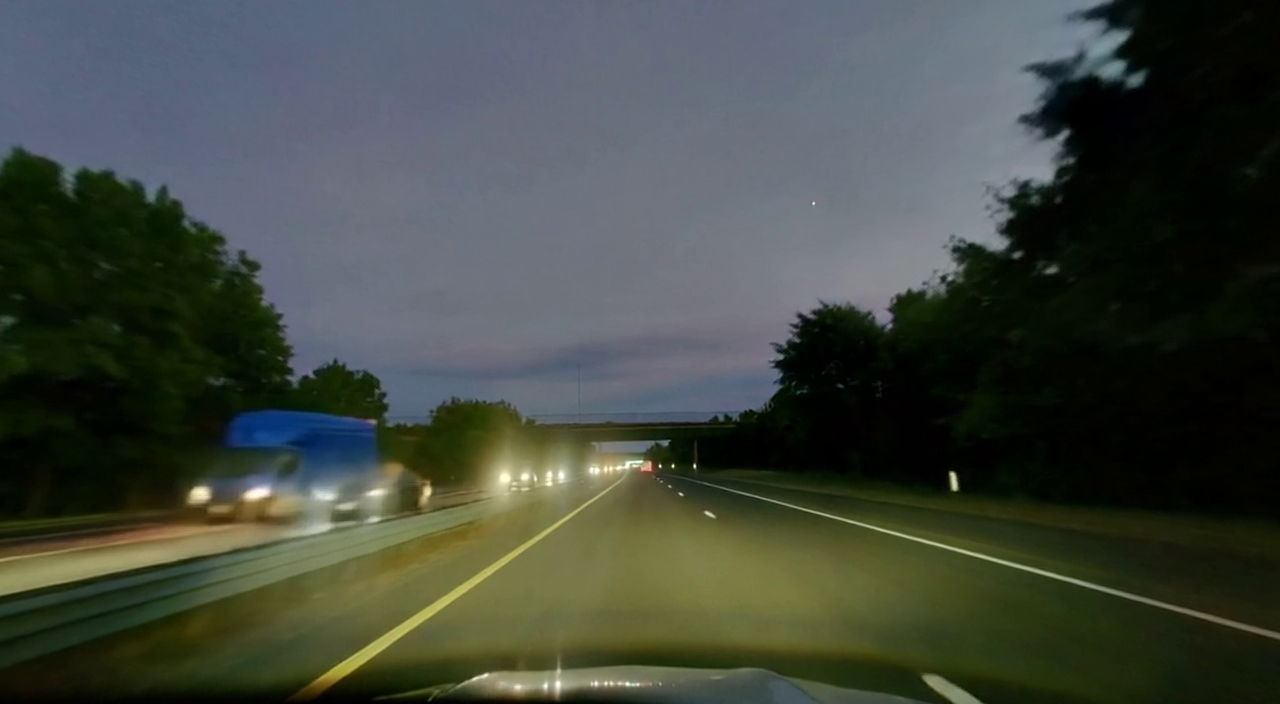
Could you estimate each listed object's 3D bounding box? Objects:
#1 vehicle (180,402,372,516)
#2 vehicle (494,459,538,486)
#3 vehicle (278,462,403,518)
[{"bbox_3d":[-13.516,4.167,24.335,2.994,3.686,7.146,1,-10,0],"label":"vehicle"},{"bbox_3d":[-9.181,8.988,46.809,2.250,1.825,4.768,1,-10,1],"label":"vehicle"},{"bbox_3d":[-9.075,4.209,19.444,1.919,1.507,3.887,1,-10,0],"label":"vehicle"}]
